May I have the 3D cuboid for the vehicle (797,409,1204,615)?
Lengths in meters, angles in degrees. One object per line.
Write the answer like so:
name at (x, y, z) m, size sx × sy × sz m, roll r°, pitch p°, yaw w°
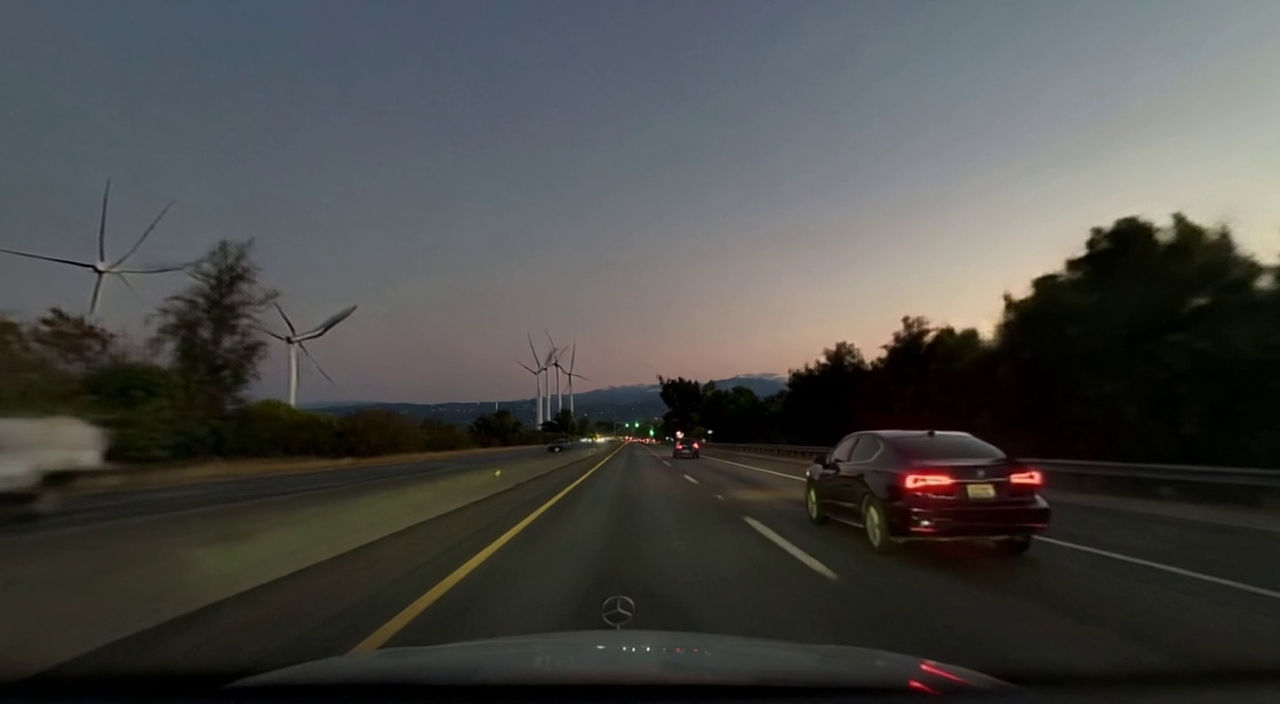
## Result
vehicle at (3.439, 1.572, 7.250) m, size 2.038 × 1.624 × 4.312 m, roll 0°, pitch -8°, yaw -1°

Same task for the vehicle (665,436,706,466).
vehicle at (2.691, 5.972, 38.282) m, size 2.066 × 1.661 × 4.500 m, roll 0°, pitch -8°, yaw -2°
